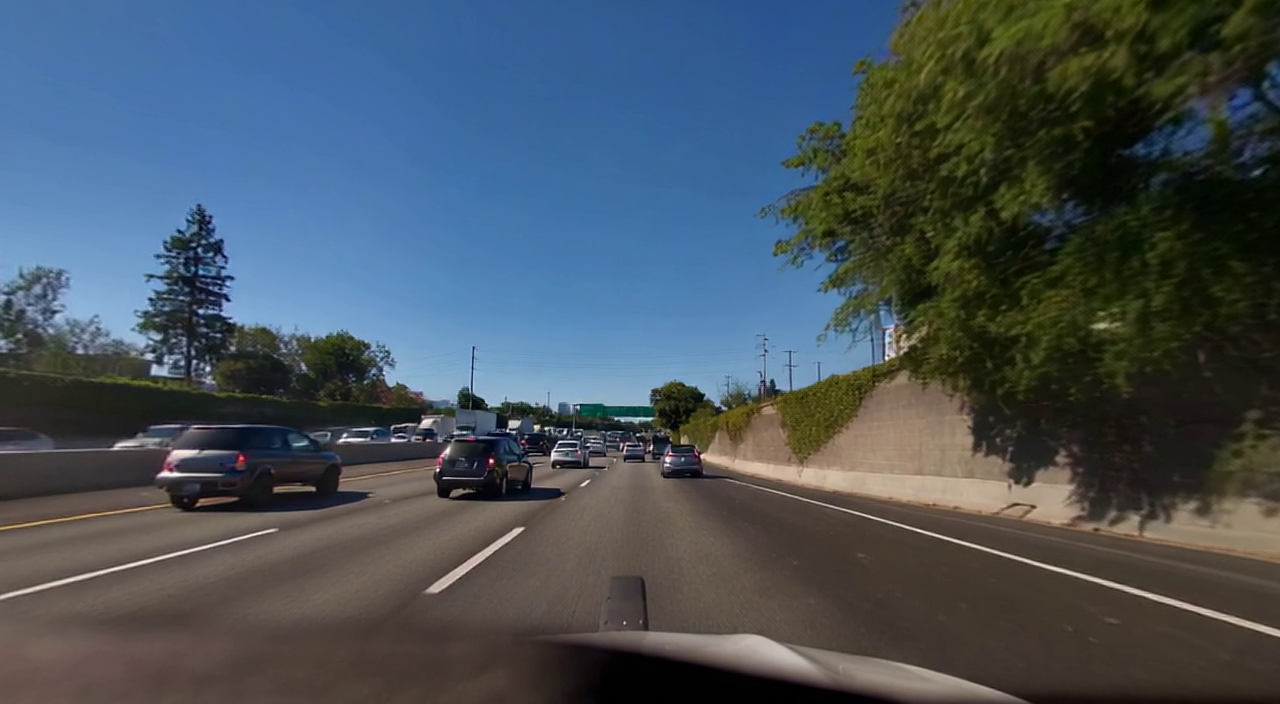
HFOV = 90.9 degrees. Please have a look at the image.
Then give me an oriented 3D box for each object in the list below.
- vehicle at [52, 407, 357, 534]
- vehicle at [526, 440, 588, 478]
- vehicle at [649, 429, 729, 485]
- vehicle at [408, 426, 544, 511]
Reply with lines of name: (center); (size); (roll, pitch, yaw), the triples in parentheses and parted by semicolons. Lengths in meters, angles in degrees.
vehicle: (-7.391, 2.070, 11.552); (2.222, 1.825, 4.640); (0, -9, 0)
vehicle: (-3.605, 4.775, 28.320); (2.049, 1.530, 4.707); (0, -9, 1)
vehicle: (1.951, 4.484, 27.315); (2.793, 2.132, 5.682); (0, -9, -2)
vehicle: (-3.694, 2.722, 15.161); (2.026, 1.719, 4.490); (0, -9, 0)
